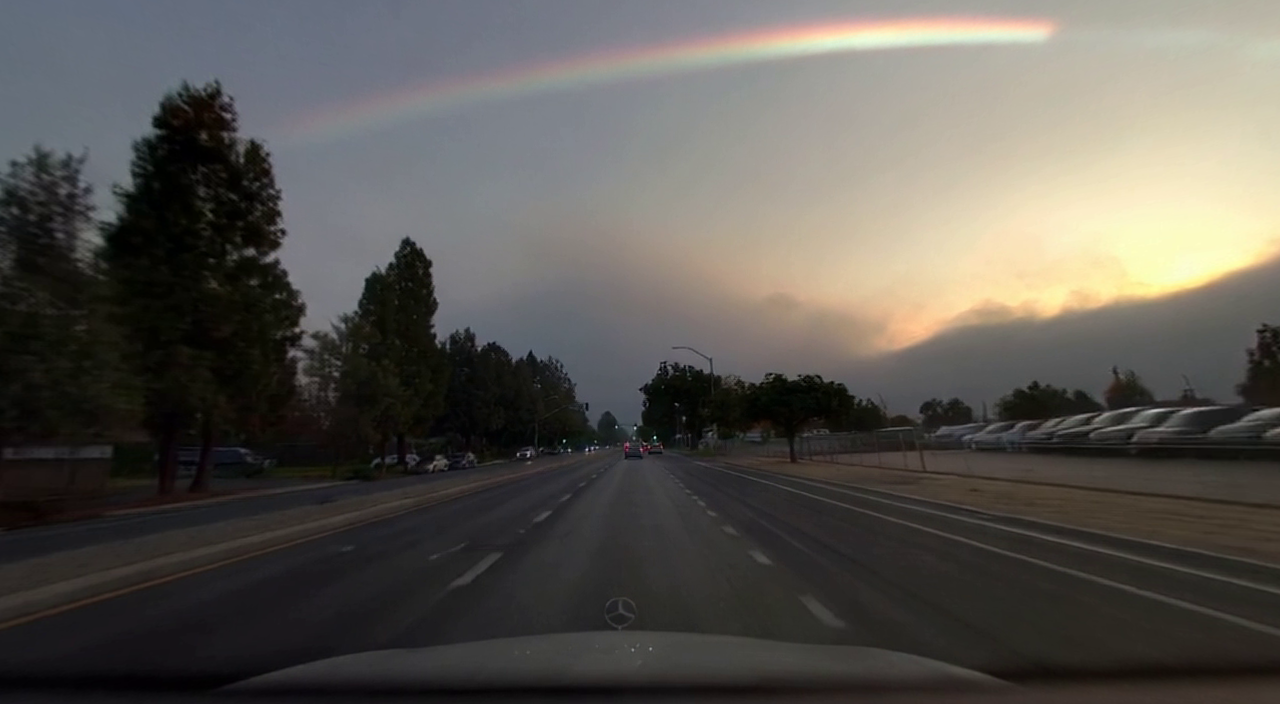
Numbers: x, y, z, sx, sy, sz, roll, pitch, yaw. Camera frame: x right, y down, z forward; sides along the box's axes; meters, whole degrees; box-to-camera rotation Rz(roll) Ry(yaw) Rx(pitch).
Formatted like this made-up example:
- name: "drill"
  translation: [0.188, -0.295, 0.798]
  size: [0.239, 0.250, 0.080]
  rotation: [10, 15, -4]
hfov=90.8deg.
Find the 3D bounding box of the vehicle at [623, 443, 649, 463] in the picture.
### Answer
- name: "vehicle"
  translation: [-0.350, 7.915, 49.547]
  size: [1.984, 1.439, 4.171]
  rotation: [0, -9, -1]
